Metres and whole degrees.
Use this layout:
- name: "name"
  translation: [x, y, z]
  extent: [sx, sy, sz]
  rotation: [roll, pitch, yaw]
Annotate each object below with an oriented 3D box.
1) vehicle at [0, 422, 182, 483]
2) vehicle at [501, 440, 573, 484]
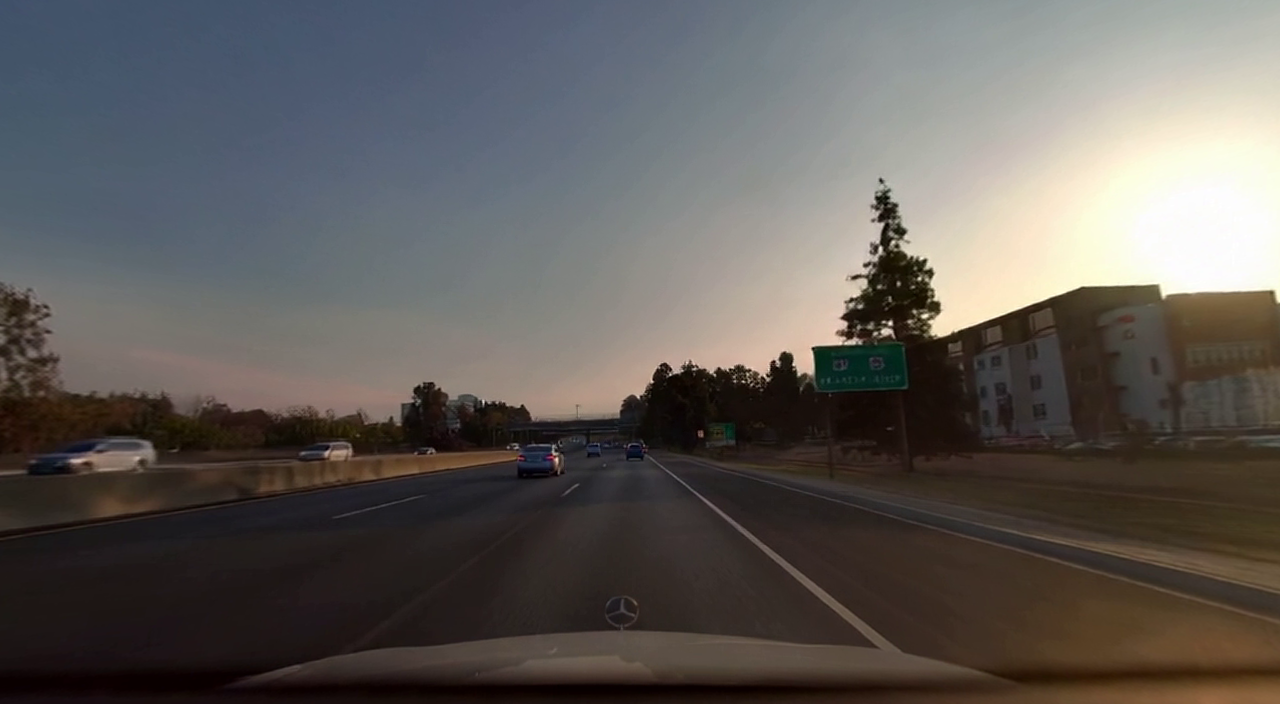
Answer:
- name: "vehicle"
  translation: [-36.246, 6.665, 42.230]
  extent: [2.965, 3.488, 11.110]
  rotation: [0, -9, 0]
- name: "vehicle"
  translation: [-3.664, 3.982, 23.229]
  extent: [1.920, 1.463, 4.134]
  rotation: [0, -8, 0]
